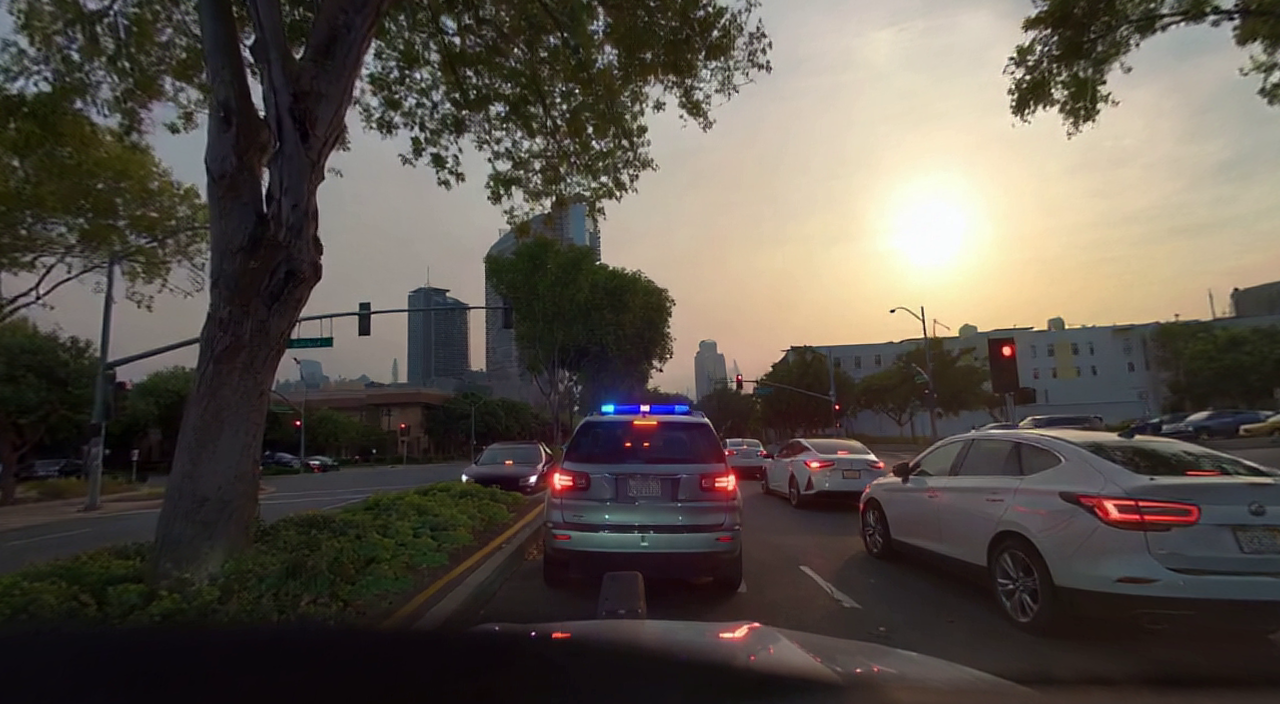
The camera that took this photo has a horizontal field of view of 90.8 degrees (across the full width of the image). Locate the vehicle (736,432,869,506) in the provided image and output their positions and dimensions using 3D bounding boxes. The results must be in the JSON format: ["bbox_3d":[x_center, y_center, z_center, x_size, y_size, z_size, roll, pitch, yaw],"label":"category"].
[{"bbox_3d":[3.639,2.702,15.052,1.940,1.474,4.234,0,-8,-1],"label":"vehicle"}]

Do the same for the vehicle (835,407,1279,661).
[{"bbox_3d":[3.639,1.407,6.063,1.995,1.483,4.533,0,-8,-1],"label":"vehicle"}]

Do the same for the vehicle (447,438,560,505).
[{"bbox_3d":[-3.315,2.984,16.210,1.913,1.464,4.276,0,-8,0],"label":"vehicle"}]

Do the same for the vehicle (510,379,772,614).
[{"bbox_3d":[-0.041,1.453,7.261,2.038,1.819,4.505,0,-8,-1],"label":"vehicle"}]
